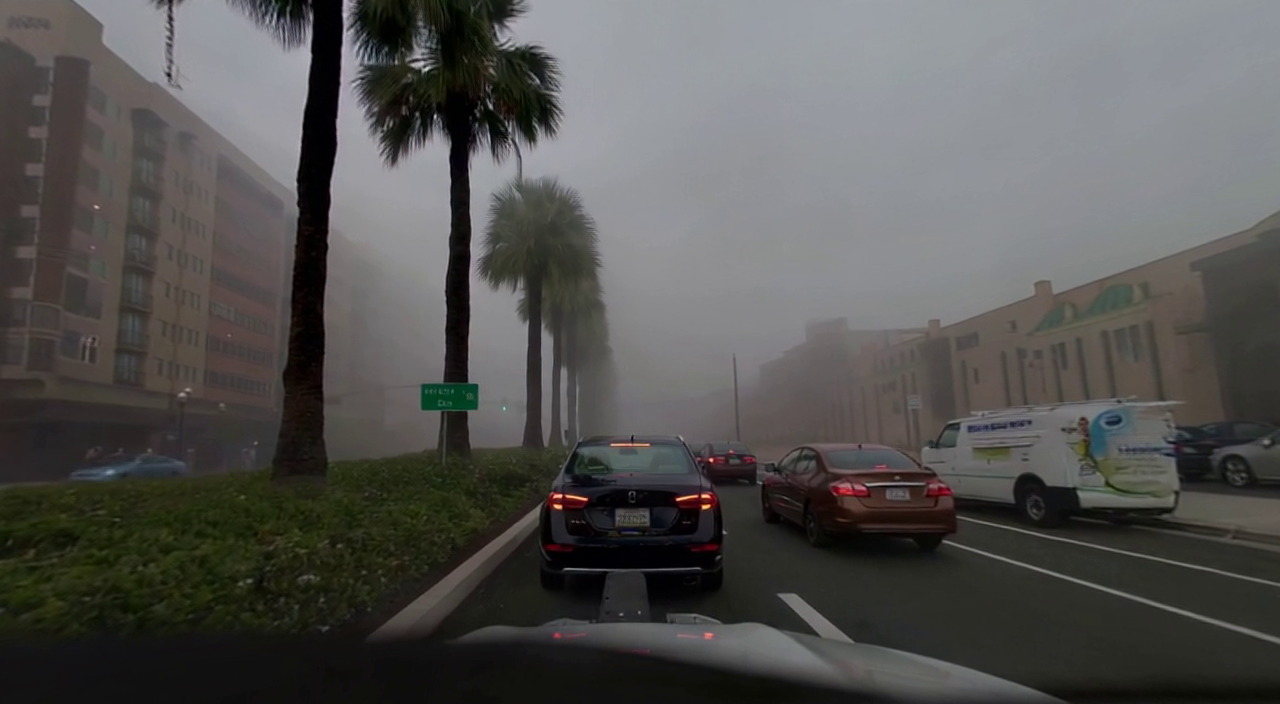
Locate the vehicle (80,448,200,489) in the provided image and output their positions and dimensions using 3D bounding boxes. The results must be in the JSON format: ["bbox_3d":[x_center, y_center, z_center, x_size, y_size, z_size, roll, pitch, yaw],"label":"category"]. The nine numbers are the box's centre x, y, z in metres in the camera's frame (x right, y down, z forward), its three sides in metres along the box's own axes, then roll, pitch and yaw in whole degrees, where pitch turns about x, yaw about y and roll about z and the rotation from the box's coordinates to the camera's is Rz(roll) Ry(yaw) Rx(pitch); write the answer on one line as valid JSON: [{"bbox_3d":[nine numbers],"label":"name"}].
[{"bbox_3d":[-20.404,4.748,26.014,1.764,1.510,3.827,0,-8,0],"label":"vehicle"}]

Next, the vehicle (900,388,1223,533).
[{"bbox_3d":[7.208,1.968,11.920,2.254,2.072,5.577,0,-8,1],"label":"vehicle"}]

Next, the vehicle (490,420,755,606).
[{"bbox_3d":[-0.155,1.610,7.195,2.158,1.498,3.919,0,-8,0],"label":"vehicle"}]

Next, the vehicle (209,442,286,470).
[{"bbox_3d":[-28.299,7.479,45.810,2.115,1.884,5.481,0,-8,-1],"label":"vehicle"}]

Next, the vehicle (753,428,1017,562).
[{"bbox_3d":[3.104,1.906,9.224,1.925,1.451,4.436,0,-8,-2],"label":"vehicle"}]
